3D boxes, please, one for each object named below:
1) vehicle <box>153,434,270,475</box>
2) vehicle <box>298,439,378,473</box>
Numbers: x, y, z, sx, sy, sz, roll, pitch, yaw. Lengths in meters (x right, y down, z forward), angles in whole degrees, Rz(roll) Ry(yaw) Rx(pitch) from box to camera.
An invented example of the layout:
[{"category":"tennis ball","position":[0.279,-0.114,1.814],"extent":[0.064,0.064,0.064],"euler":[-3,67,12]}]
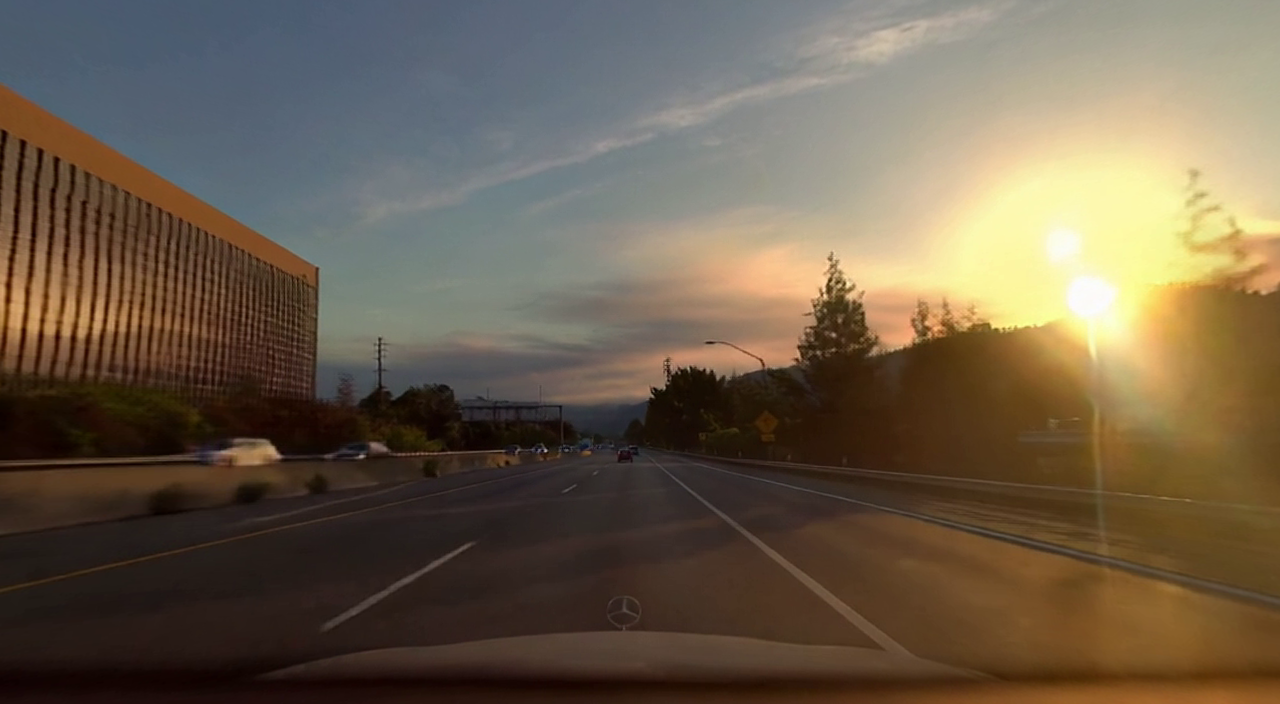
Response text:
[{"category":"vehicle","position":[-18.749,4.518,27.866],"extent":[2.147,1.616,4.226],"euler":[0,-9,0]},{"category":"vehicle","position":[-14.425,4.993,30.388],"extent":[1.901,1.462,3.936],"euler":[0,-9,0]}]
